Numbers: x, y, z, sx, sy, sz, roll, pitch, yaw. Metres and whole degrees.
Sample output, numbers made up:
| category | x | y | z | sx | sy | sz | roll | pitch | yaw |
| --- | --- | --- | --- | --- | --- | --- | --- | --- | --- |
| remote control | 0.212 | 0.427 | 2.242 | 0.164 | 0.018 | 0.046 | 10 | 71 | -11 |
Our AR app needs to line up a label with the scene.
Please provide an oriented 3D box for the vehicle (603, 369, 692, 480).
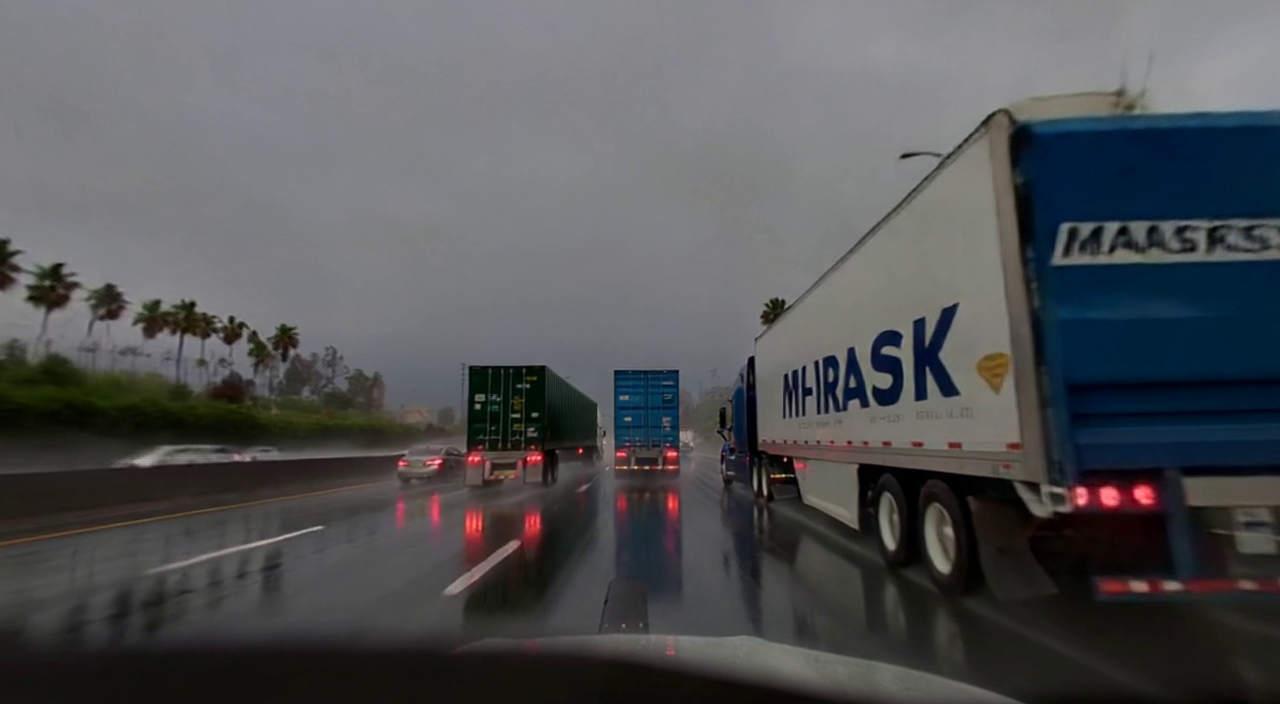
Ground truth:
| category | x | y | z | sx | sy | sz | roll | pitch | yaw |
| --- | --- | --- | --- | --- | --- | --- | --- | --- | --- |
| vehicle | 0.326 | 3.871 | 31.066 | 3.097 | 3.856 | 18.209 | 0 | -9 | 0 |

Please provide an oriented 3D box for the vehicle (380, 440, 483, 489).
| category | x | y | z | sx | sy | sz | roll | pitch | yaw |
| --- | --- | --- | --- | --- | --- | --- | --- | --- | --- |
| vehicle | -6.816 | 3.706 | 21.202 | 1.916 | 1.465 | 4.451 | 0 | -8 | 0 |

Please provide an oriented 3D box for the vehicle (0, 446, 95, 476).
| category | x | y | z | sx | sy | sz | roll | pitch | yaw |
| --- | --- | --- | --- | --- | --- | --- | --- | --- | --- |
| vehicle | -41.625 | 7.450 | 43.450 | 2.377 | 1.809 | 6.207 | -1 | -8 | 3 |

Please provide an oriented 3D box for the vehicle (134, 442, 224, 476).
| category | x | y | z | sx | sy | sz | roll | pitch | yaw |
| --- | --- | --- | --- | --- | --- | --- | --- | --- | --- |
| vehicle | -20.443 | 4.726 | 28.127 | 1.442 | 1.379 | 3.278 | 0 | -8 | 1 |

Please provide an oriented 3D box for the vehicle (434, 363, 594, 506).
| category | x | y | z | sx | sy | sz | roll | pitch | yaw |
| --- | --- | --- | --- | --- | --- | --- | --- | --- | --- |
| vehicle | -3.270 | 2.653 | 19.939 | 2.786 | 3.228 | 11.082 | 0 | -8 | 0 |

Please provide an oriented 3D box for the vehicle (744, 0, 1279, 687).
| category | x | y | z | sx | sy | sz | roll | pitch | yaw |
| --- | --- | --- | --- | --- | --- | --- | --- | --- | --- |
| vehicle | 4.414 | 0.793 | 10.926 | 2.887 | 4.178 | 14.553 | 0 | -8 | 1 |
